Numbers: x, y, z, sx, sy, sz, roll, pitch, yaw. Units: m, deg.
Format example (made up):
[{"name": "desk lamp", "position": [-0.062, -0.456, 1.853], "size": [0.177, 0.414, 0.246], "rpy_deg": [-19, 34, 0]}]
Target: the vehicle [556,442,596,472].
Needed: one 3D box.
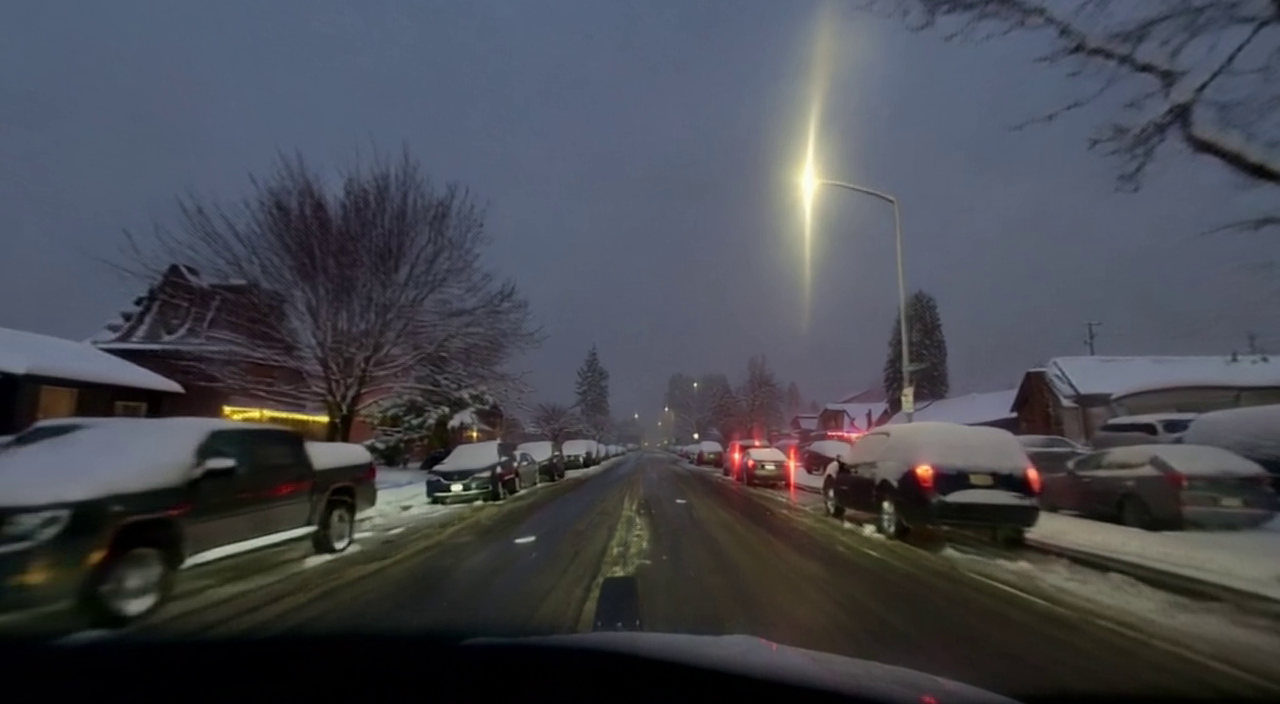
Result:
[{"name": "vehicle", "position": [-4.046, 6.714, 40.372], "size": [2.035, 1.822, 4.348], "rpy_deg": [-1, -10, 1]}]

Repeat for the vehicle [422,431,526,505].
[{"name": "vehicle", "position": [-4.619, 3.334, 18.272], "size": [2.007, 1.861, 4.101], "rpy_deg": [0, -10, -2]}]

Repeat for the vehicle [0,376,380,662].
[{"name": "vehicle", "position": [-5.143, 1.605, 7.055], "size": [2.319, 1.902, 5.526], "rpy_deg": [-2, -9, -2]}]

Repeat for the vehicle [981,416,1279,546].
[{"name": "vehicle", "position": [8.996, 2.277, 11.786], "size": [2.285, 1.833, 4.853], "rpy_deg": [-1, -9, -3]}]

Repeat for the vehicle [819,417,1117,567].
[{"name": "vehicle", "position": [5.031, 2.224, 11.022], "size": [2.201, 1.896, 5.632], "rpy_deg": [0, -8, 1]}]

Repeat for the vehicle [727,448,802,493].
[{"name": "vehicle", "position": [4.729, 4.561, 24.799], "size": [1.850, 1.516, 5.066], "rpy_deg": [0, -8, -1]}]

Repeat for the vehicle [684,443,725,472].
[{"name": "vehicle", "position": [4.705, 7.799, 47.042], "size": [2.415, 1.963, 5.688], "rpy_deg": [0, -8, -1]}]
